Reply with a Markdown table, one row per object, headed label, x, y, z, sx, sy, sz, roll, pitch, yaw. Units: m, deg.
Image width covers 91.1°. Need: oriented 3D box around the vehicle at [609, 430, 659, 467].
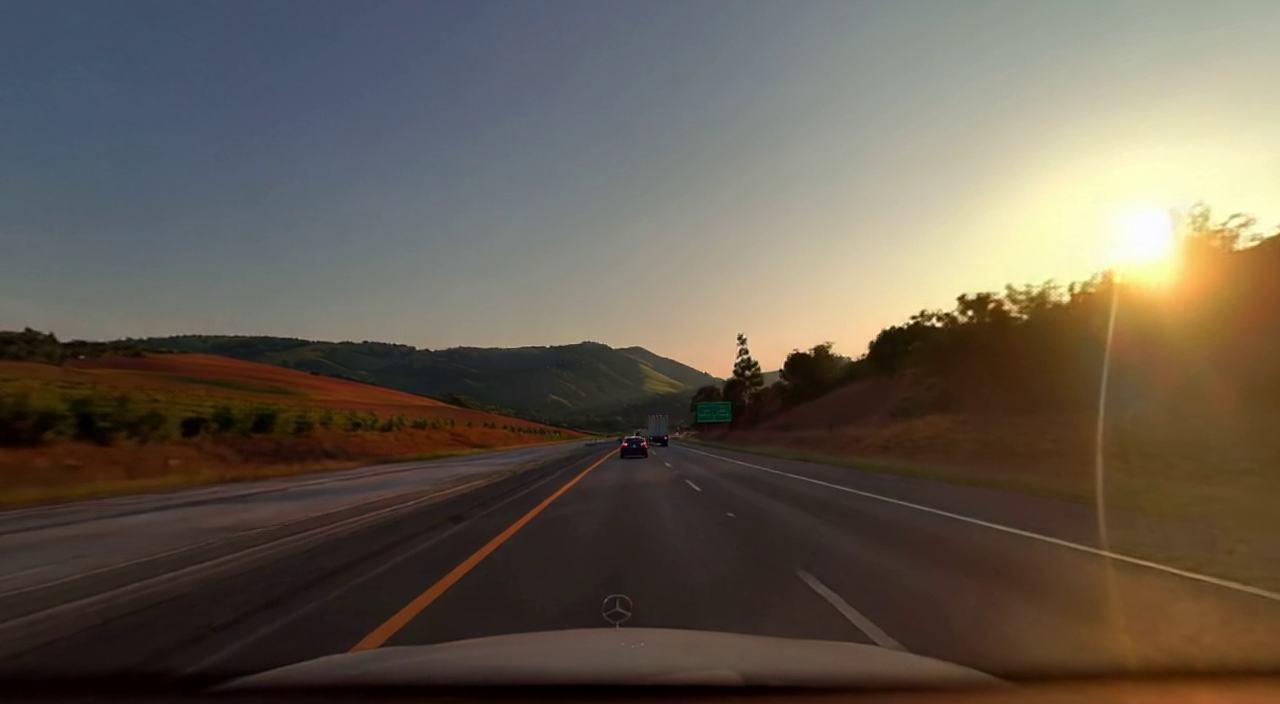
| label | x | y | z | sx | sy | sz | roll | pitch | yaw |
| --- | --- | --- | --- | --- | --- | --- | --- | --- | --- |
| vehicle | -0.313 | 4.619 | 30.317 | 2.216 | 1.623 | 4.220 | 0 | -8 | -1 |
